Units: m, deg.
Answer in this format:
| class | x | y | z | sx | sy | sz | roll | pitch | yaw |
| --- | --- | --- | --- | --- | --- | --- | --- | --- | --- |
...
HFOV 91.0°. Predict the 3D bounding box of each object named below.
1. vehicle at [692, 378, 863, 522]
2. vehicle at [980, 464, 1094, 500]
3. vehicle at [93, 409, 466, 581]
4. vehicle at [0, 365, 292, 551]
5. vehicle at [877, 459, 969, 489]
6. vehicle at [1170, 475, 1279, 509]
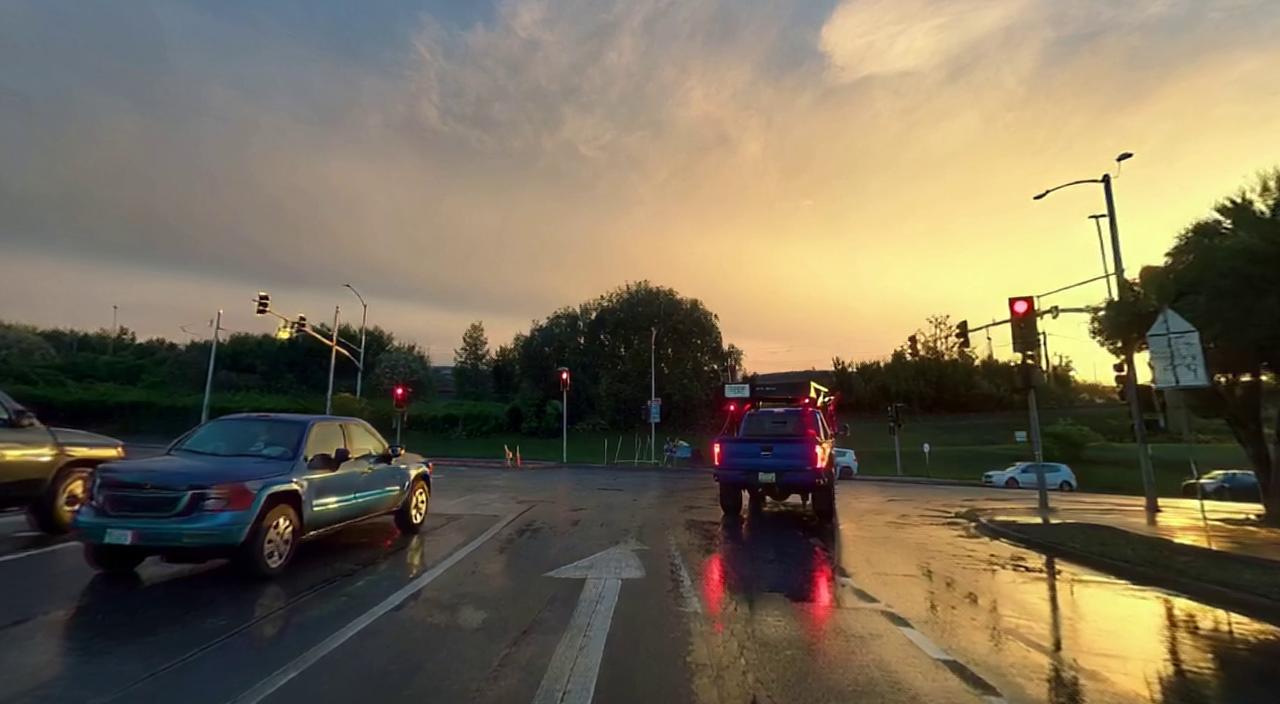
| class | x | y | z | sx | sy | sz | roll | pitch | yaw |
| --- | --- | --- | --- | --- | --- | --- | --- | --- | --- |
| vehicle | 2.963 | 2.119 | 13.836 | 2.851 | 2.400 | 5.978 | -2 | -9 | 12 |
| vehicle | 20.205 | 6.610 | 32.208 | 4.356 | 1.498 | 1.957 | -4 | -8 | 4 |
| vehicle | -3.804 | 1.590 | 7.852 | 1.913 | 1.491 | 4.547 | 0 | -8 | 0 |
| vehicle | -7.143 | 1.368 | 8.418 | 2.068 | 1.772 | 4.944 | 0 | -8 | 1 |
| vehicle | 16.641 | 7.175 | 37.169 | 4.537 | 1.608 | 1.827 | 0 | -8 | 2 |
| vehicle | 29.614 | 7.006 | 31.645 | 4.322 | 1.522 | 1.795 | 0 | -8 | -1 |
